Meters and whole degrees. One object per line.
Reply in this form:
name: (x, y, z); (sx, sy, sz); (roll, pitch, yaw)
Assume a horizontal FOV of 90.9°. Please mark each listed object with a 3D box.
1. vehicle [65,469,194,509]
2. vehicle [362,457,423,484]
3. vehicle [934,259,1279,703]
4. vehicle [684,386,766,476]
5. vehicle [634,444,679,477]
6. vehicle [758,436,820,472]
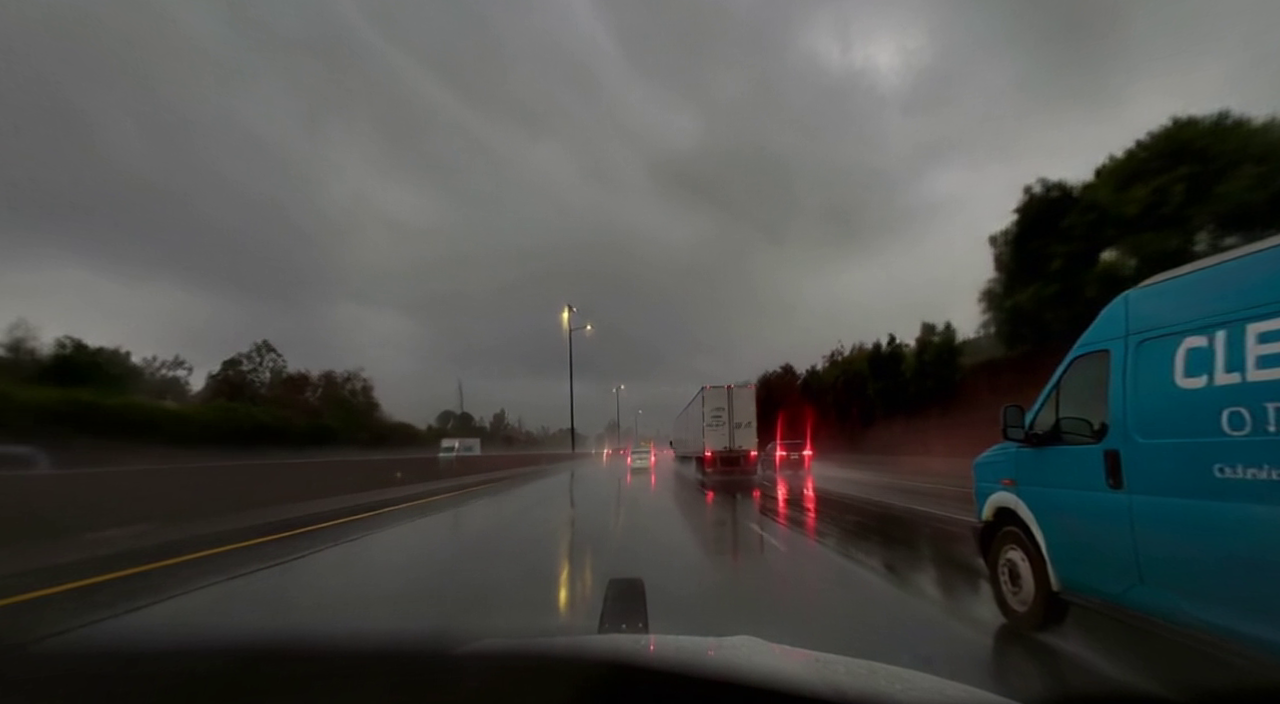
vehicle: (-22.548, 6.039, 28.150); (1.814, 1.475, 4.698); (0, -9, -1)
vehicle: (-15.386, 7.381, 39.529); (1.865, 1.500, 4.707); (-1, -9, 1)
vehicle: (3.780, 0.630, 2.439); (2.441, 2.017, 5.739); (0, -9, -1)
vehicle: (4.307, 4.539, 35.015); (2.821, 4.077, 12.562); (0, -9, 0)
vehicle: (0.741, 5.295, 31.012); (2.063, 1.469, 4.208); (0, -9, 0)
vehicle: (7.830, 5.417, 33.645); (2.144, 1.769, 4.540); (0, -9, -1)
